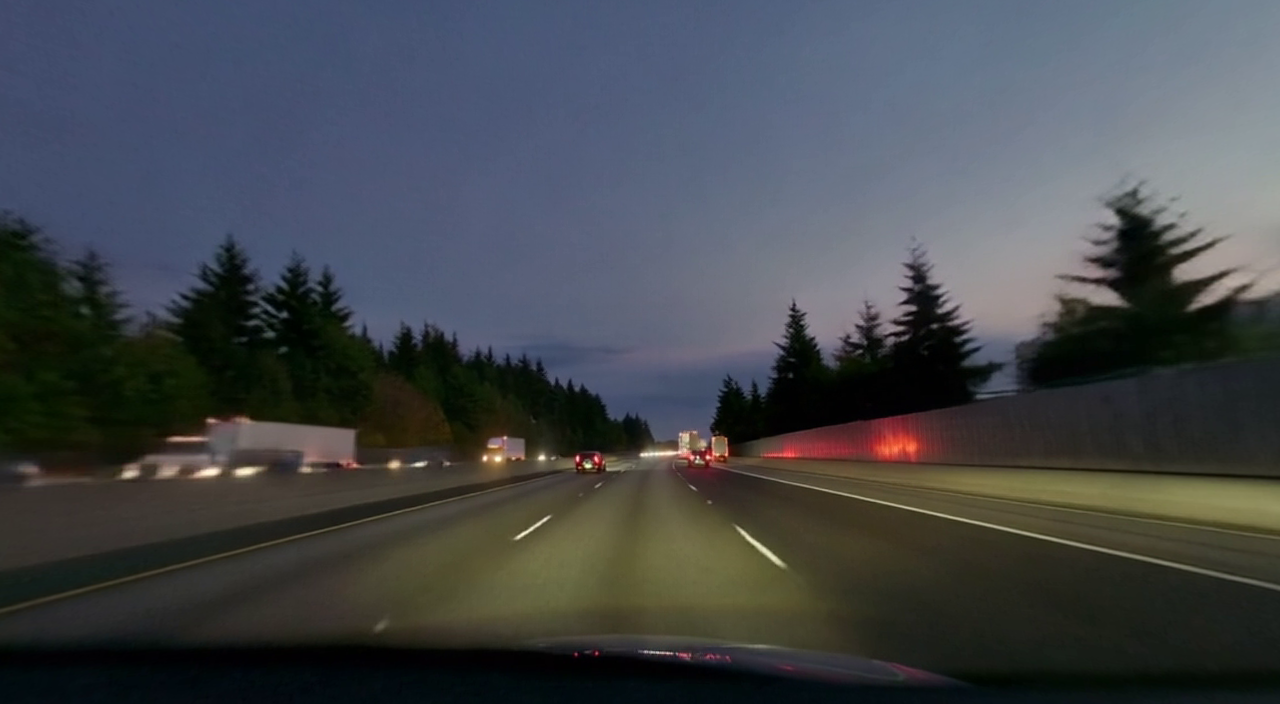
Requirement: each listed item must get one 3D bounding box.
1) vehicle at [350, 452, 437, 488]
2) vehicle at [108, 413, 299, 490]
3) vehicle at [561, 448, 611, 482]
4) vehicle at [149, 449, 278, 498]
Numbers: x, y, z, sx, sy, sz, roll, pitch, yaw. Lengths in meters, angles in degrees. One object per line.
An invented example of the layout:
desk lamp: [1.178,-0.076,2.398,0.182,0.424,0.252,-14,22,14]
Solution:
vehicle: [-10.713,5.125,27.736,1.910,1.434,4.421,-1,-9,2]
vehicle: [-21.304,5.002,31.777,2.966,3.287,8.905,-1,-9,2]
vehicle: [-2.552,5.452,30.734,2.035,1.513,4.272,0,-9,1]
vehicle: [-14.187,4.023,21.223,1.728,1.475,3.566,-1,-9,2]
